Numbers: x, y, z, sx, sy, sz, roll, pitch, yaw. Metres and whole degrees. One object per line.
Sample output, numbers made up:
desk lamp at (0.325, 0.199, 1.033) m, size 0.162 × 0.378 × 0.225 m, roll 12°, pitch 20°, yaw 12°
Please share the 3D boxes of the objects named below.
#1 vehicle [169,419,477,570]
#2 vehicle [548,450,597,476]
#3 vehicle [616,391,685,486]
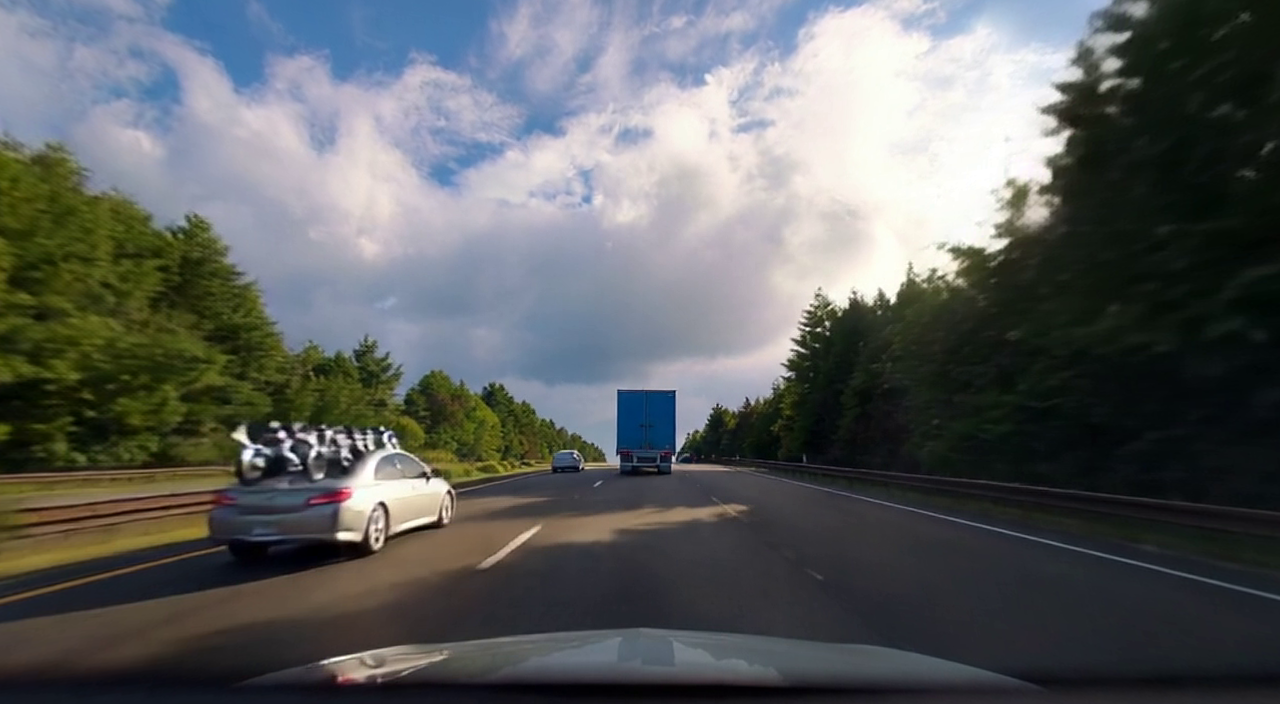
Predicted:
vehicle at (-4.084, 1.927, 9.305) m, size 2.018 × 1.632 × 4.722 m, roll 0°, pitch -9°, yaw 1°
vehicle at (-3.800, 6.351, 36.348) m, size 2.133 × 1.358 × 4.870 m, roll 0°, pitch -9°, yaw 2°
vehicle at (0.560, 4.232, 30.364) m, size 2.821 × 3.878 × 8.925 m, roll 0°, pitch -9°, yaw 2°
